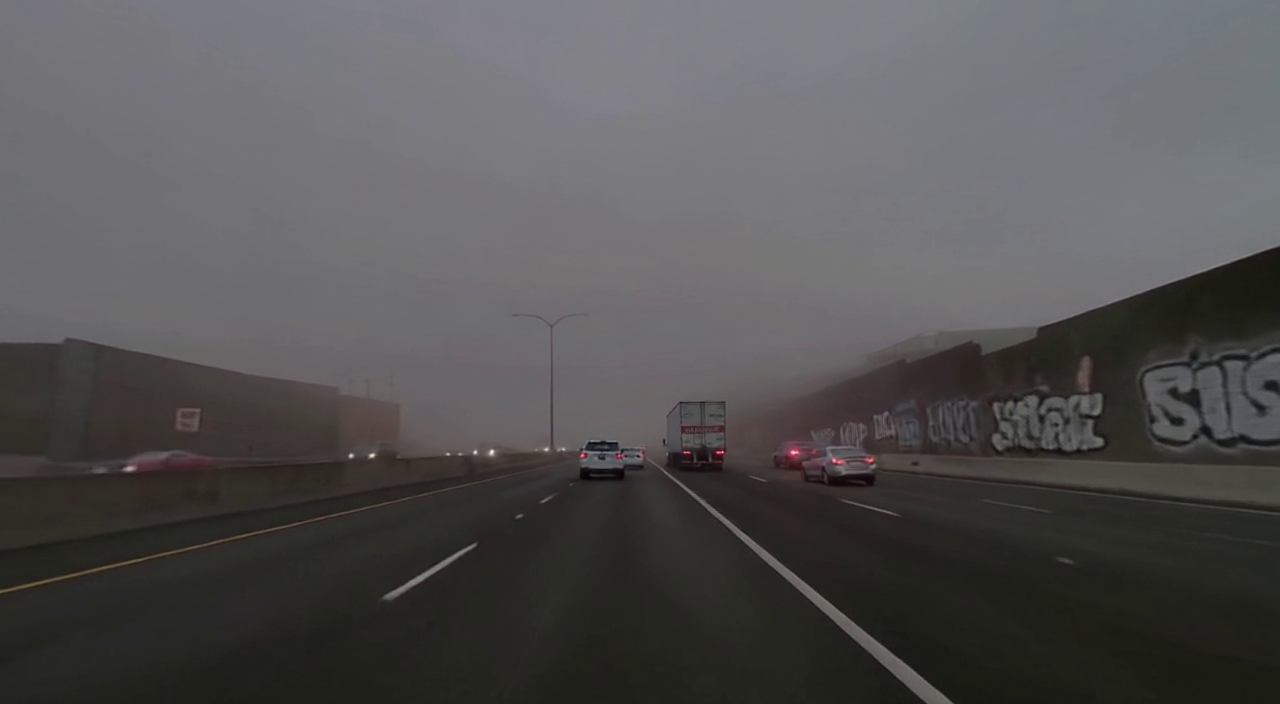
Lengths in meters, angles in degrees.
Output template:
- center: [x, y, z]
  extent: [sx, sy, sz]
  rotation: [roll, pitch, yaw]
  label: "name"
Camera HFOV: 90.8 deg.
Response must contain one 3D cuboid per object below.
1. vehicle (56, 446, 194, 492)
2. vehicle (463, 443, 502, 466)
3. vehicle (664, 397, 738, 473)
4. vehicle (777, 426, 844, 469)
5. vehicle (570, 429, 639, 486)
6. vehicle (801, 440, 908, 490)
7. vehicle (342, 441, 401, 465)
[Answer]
- center: [-17.181, 3.893, 21.327]
  extent: [1.607, 1.389, 3.580]
  rotation: [0, -9, 0]
  label: "vehicle"
- center: [-10.892, 7.126, 43.880]
  extent: [1.674, 1.481, 3.535]
  rotation: [1, -9, 1]
  label: "vehicle"
- center: [3.233, 4.928, 36.800]
  extent: [2.976, 3.806, 10.591]
  rotation: [0, -9, -1]
  label: "vehicle"
- center: [10.054, 5.731, 37.896]
  extent: [2.322, 2.360, 6.433]
  rotation: [0, -9, 1]
  label: "vehicle"
- center: [-1.318, 3.870, 23.354]
  extent: [2.249, 1.843, 5.176]
  rotation: [1, -9, -3]
  label: "vehicle"
- center: [7.049, 3.747, 21.337]
  extent: [1.915, 1.476, 4.677]
  rotation: [0, -9, -1]
  label: "vehicle"
- center: [-19.387, 7.324, 45.849]
  extent: [2.164, 1.657, 4.809]
  rotation: [0, -9, 0]
  label: "vehicle"
